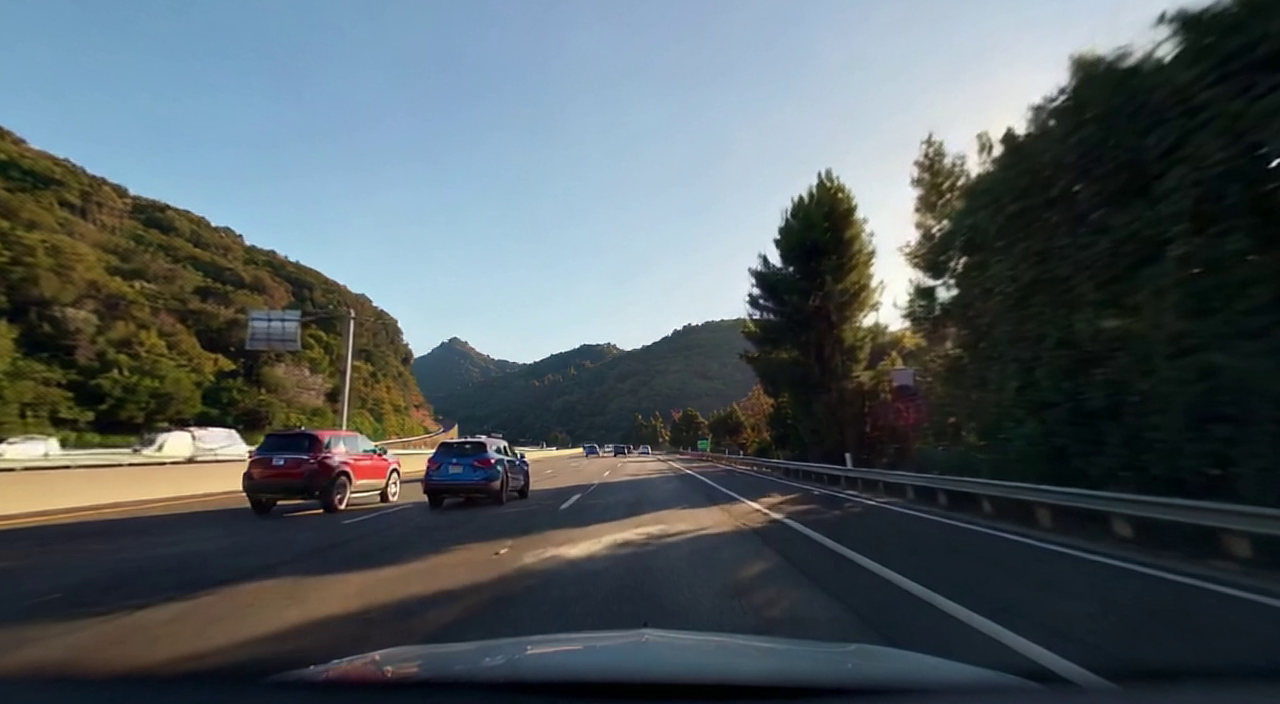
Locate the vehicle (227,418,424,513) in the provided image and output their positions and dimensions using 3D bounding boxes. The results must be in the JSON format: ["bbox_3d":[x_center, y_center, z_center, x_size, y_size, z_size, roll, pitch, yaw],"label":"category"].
[{"bbox_3d":[-7.283,2.697,15.421,2.151,1.925,4.945,0,-9,1],"label":"vehicle"}]

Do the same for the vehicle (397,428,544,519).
[{"bbox_3d":[-3.499,2.592,13.954,1.983,1.663,4.290,0,-9,1],"label":"vehicle"}]
